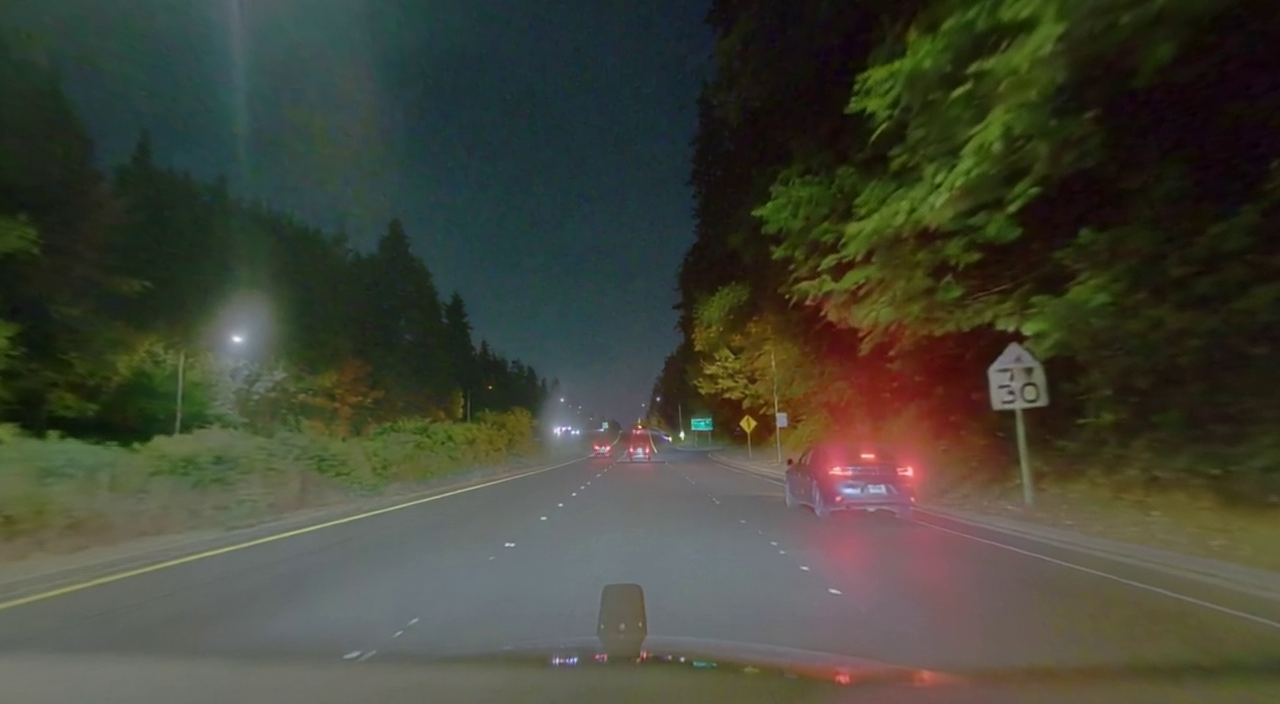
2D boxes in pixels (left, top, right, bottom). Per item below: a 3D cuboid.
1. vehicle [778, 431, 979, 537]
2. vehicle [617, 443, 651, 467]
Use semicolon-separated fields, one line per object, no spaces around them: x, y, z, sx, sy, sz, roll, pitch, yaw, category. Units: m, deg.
3.971;2.267;11.390;1.913;1.516;4.322;0;-9;0;vehicle
-0.361;7.102;43.316;2.095;1.548;4.264;-1;-9;2;vehicle
